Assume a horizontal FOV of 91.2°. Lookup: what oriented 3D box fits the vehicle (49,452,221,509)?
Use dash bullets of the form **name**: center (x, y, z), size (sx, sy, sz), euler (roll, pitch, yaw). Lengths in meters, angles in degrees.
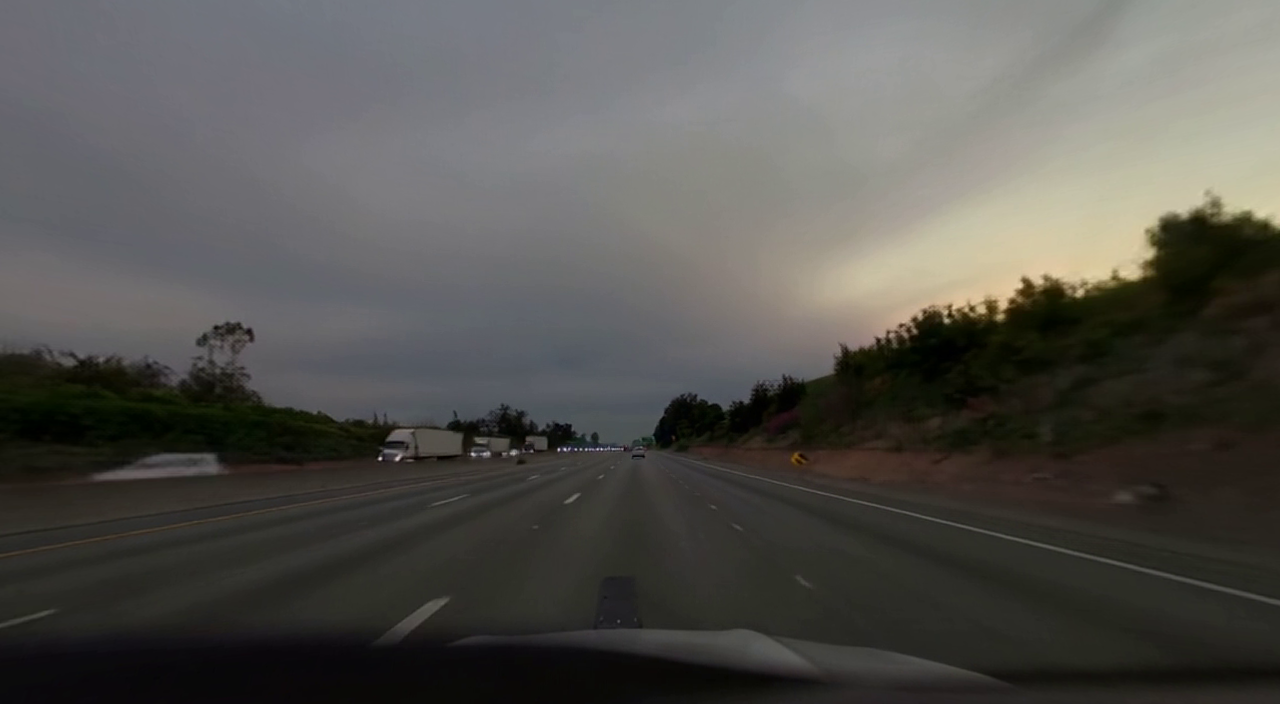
- **vehicle**: center (-15.223, 3.848, 19.247), size (1.828, 1.487, 4.135), euler (0, -9, -1)
